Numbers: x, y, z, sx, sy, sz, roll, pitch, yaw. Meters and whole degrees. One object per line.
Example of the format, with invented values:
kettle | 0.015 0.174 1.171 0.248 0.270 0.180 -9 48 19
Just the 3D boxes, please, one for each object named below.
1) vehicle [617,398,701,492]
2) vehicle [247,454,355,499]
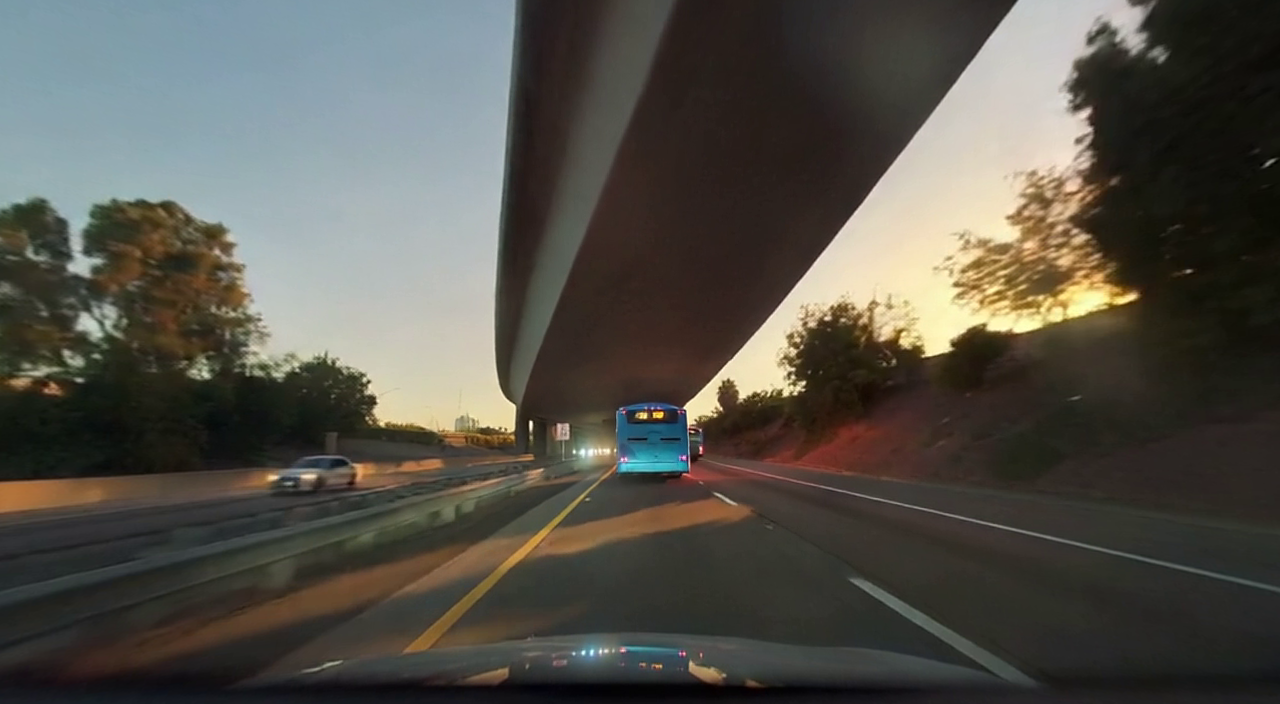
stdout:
vehicle | 0.451 3.106 20.916 2.414 2.675 5.574 0 -9 -2
vehicle | -12.959 4.751 24.278 1.878 1.491 4.103 -1 -9 0
